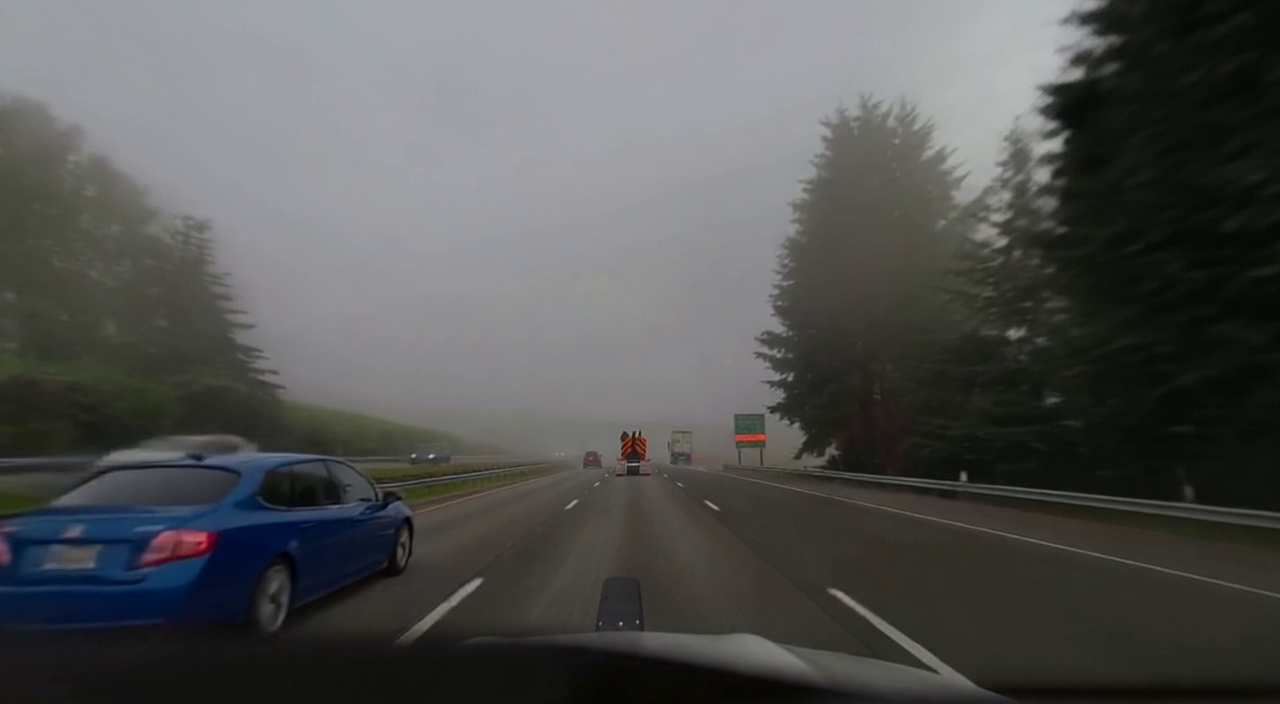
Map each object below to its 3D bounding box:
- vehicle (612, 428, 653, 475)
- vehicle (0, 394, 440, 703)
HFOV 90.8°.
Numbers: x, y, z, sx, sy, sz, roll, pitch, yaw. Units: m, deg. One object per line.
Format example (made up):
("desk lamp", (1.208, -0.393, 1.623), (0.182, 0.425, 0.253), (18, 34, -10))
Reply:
("vehicle", (-0.544, 7.058, 44.812), (2.672, 3.056, 6.900), (0, -9, -1))
("vehicle", (-3.351, 1.346, 5.057), (2.088, 1.643, 4.215), (0, -9, 0))
